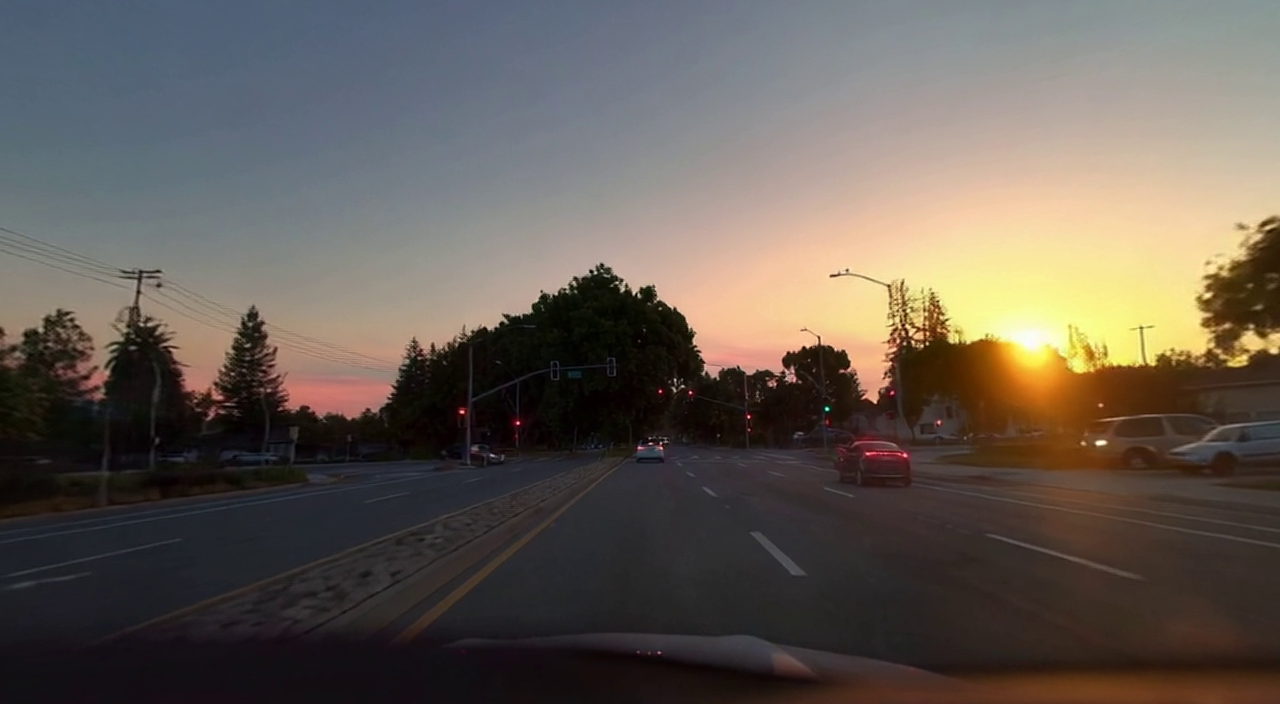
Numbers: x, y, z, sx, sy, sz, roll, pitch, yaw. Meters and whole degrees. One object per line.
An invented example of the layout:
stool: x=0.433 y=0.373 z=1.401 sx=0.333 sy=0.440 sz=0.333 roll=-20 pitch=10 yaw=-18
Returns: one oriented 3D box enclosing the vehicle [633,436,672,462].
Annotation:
vehicle: x=0.858 y=6.353 z=41.504 sx=2.074 sy=1.570 sz=3.647 roll=0 pitch=-8 yaw=9
